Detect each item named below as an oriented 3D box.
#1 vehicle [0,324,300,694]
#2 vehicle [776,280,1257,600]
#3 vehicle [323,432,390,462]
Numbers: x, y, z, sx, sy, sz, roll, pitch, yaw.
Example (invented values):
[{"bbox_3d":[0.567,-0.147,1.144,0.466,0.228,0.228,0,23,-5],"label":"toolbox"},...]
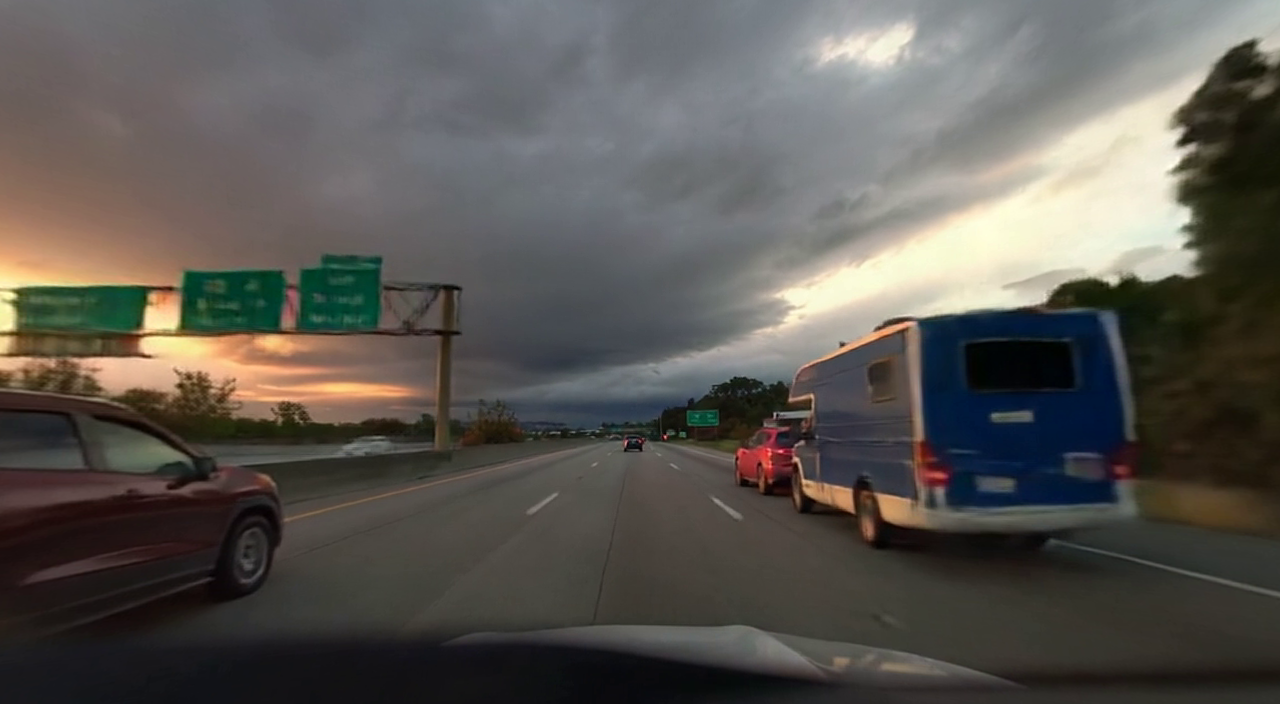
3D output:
[{"bbox_3d":[-4.067,0.796,3.361,2.061,1.732,4.457,0,-8,-1],"label":"vehicle"},{"bbox_3d":[3.746,1.070,8.077,2.590,2.680,5.445,0,-8,-2],"label":"vehicle"},{"bbox_3d":[-16.341,5.481,36.601,1.947,1.633,4.262,0,-8,-1],"label":"vehicle"}]
